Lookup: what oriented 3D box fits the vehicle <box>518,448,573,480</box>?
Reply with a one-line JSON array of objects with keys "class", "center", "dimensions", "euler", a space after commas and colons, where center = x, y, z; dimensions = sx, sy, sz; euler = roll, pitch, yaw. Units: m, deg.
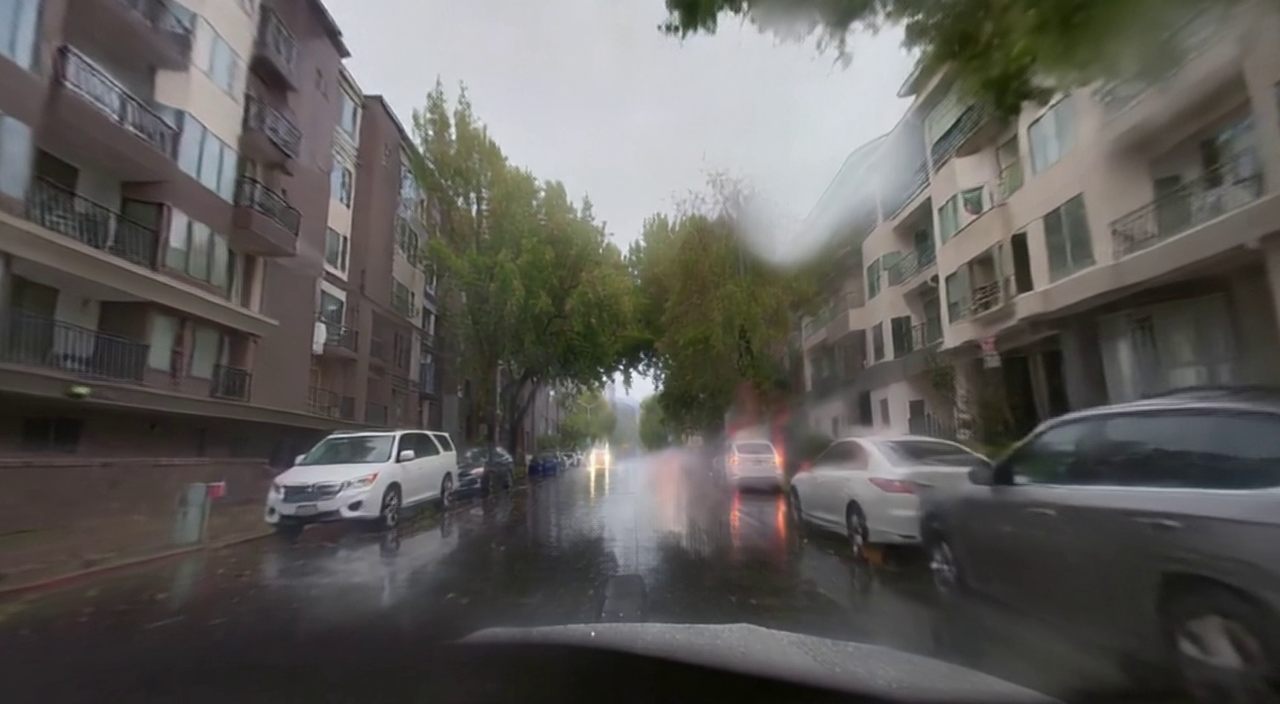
[{"class": "vehicle", "center": [-5.446, 6.518, 37.176], "dimensions": [2.222, 1.735, 5.215], "euler": [-1, -8, 2]}]

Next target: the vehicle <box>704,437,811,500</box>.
[{"class": "vehicle", "center": [3.946, 4.054, 22.626], "dimensions": [2.473, 1.895, 6.050], "euler": [0, -8, -2]}]

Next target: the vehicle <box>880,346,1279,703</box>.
[{"class": "vehicle", "center": [3.592, 1.105, 3.968], "dimensions": [2.216, 1.790, 5.077], "euler": [0, -8, 1]}]

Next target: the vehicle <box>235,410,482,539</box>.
[{"class": "vehicle", "center": [-5.564, 2.557, 13.776], "dimensions": [2.596, 2.152, 5.689], "euler": [-1, -9, 2]}]
